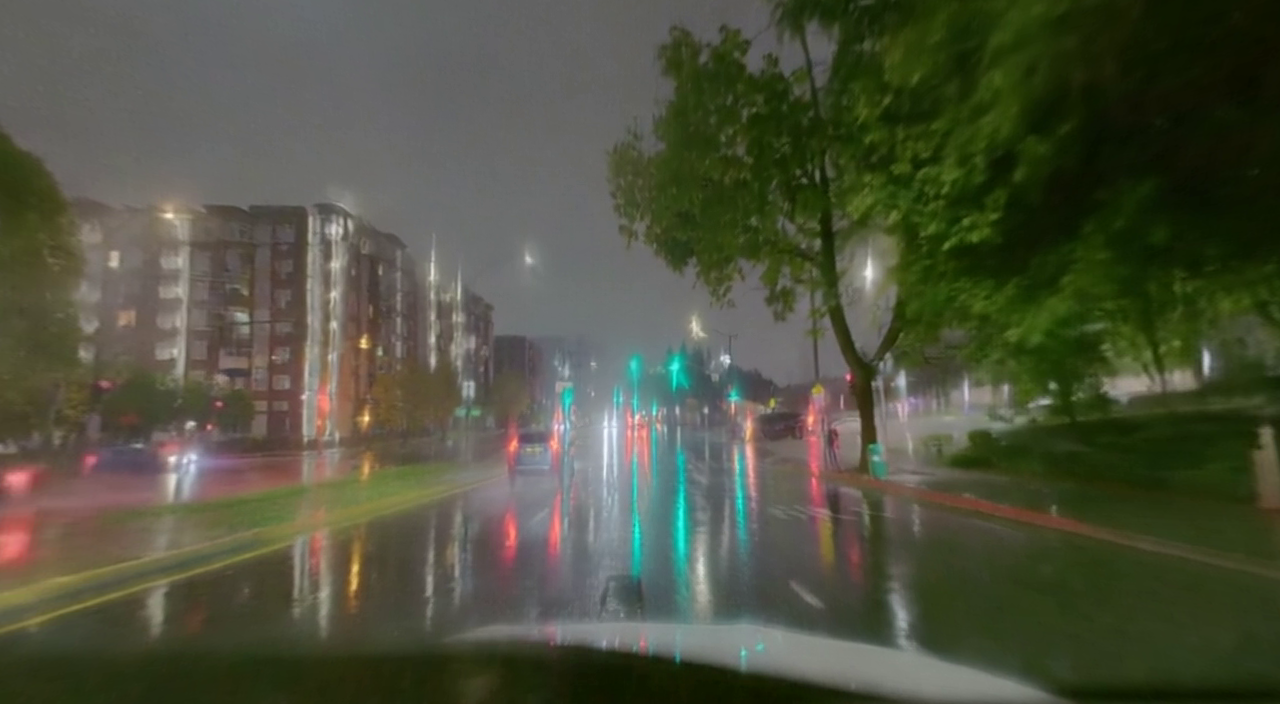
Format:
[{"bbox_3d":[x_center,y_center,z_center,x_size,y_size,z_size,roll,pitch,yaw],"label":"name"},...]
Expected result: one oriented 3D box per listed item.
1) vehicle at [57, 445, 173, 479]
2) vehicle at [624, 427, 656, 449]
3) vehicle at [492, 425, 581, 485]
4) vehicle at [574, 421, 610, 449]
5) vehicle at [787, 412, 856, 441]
[{"bbox_3d":[-29.740,6.211,35.899,4.684,1.806,2.073,-1,-8,-1],"label":"vehicle"},{"bbox_3d":[-0.016,5.948,43.763,2.095,1.438,3.843,-1,-8,-1],"label":"vehicle"},{"bbox_3d":[-3.254,3.342,20.817,2.116,1.725,4.315,-1,-8,1],"label":"vehicle"},{"bbox_3d":[-3.295,5.872,44.436,2.152,1.802,4.628,-1,-8,0],"label":"vehicle"},{"bbox_3d":[13.210,5.426,46.167,4.328,1.742,1.942,-4,-6,-1],"label":"vehicle"}]
